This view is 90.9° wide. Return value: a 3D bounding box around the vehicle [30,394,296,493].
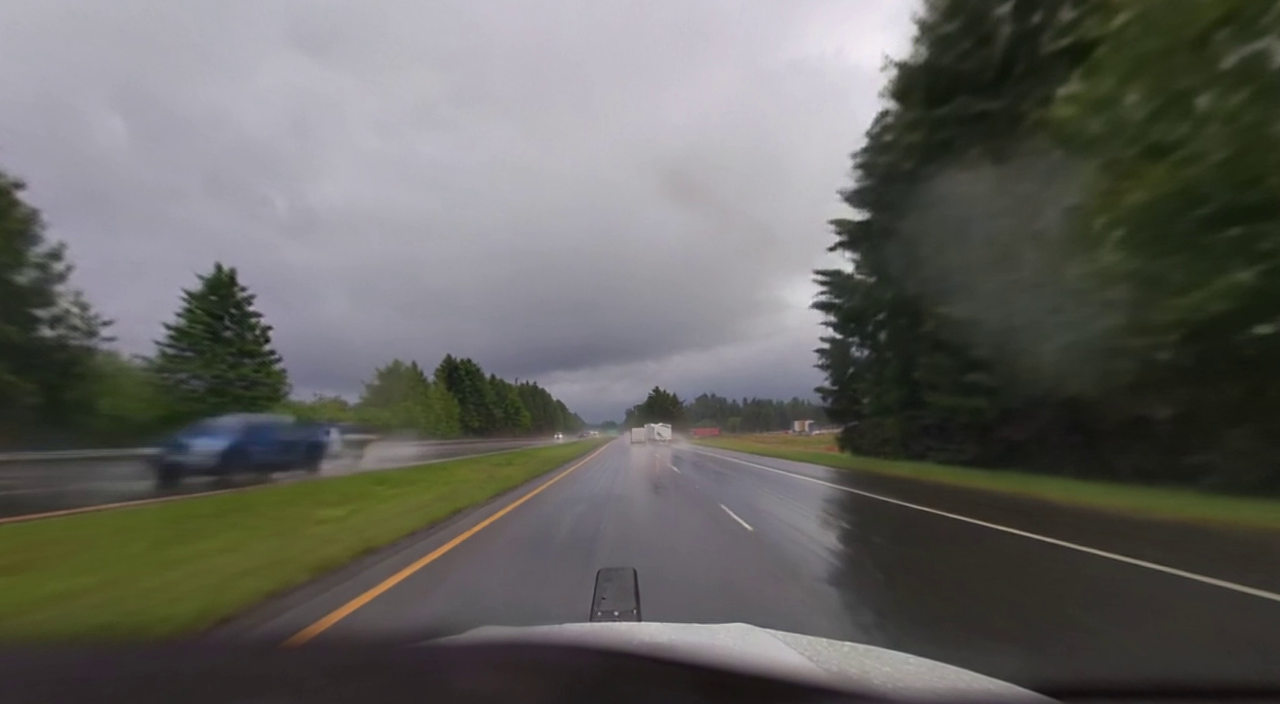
[{"bbox_3d":[-8.784,1.739,12.208,1.925,1.581,4.138,0,-8,-1],"label":"vehicle"}]
